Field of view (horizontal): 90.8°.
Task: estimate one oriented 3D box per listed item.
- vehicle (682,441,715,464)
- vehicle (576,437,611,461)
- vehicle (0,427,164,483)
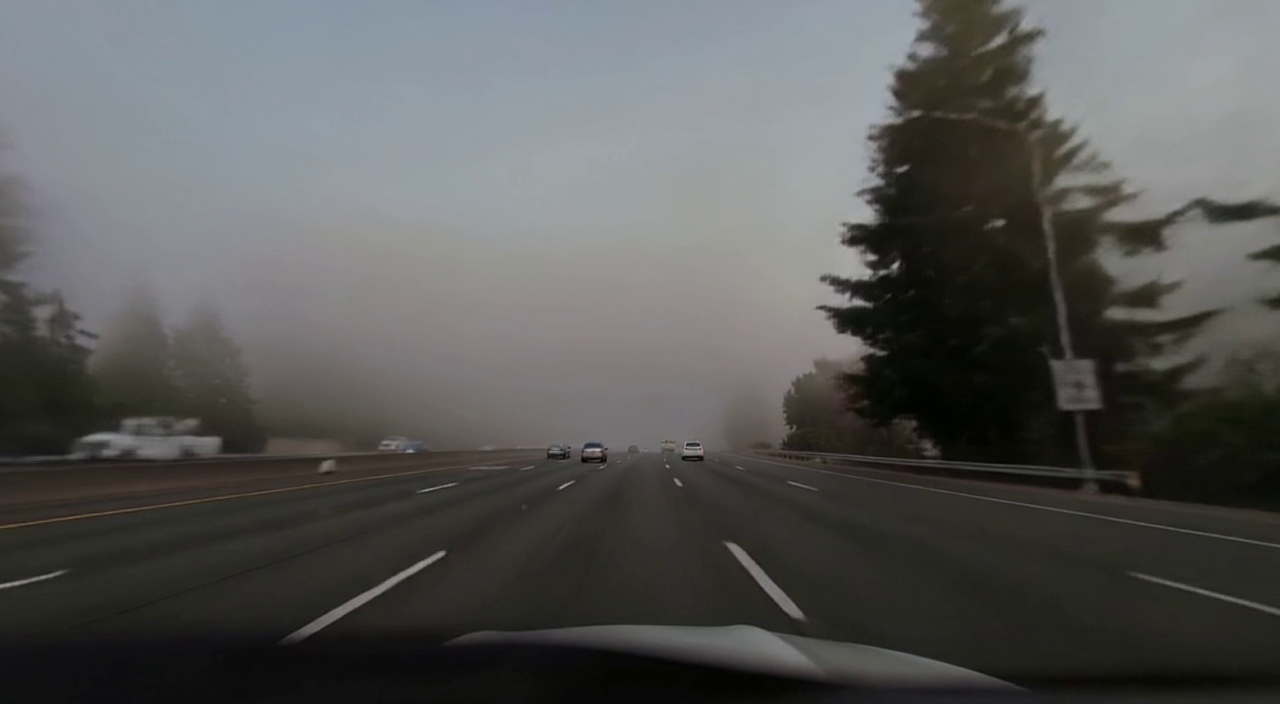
[{"bbox_3d":[4.060,7.030,44.345,1.967,1.475,4.080,0,-8,1],"label":"vehicle"},{"bbox_3d":[-3.473,7.385,48.143,2.179,1.693,4.204,0,-8,2],"label":"vehicle"},{"bbox_3d":[-23.749,4.332,26.939,2.257,2.096,5.778,0,-8,1],"label":"vehicle"}]
